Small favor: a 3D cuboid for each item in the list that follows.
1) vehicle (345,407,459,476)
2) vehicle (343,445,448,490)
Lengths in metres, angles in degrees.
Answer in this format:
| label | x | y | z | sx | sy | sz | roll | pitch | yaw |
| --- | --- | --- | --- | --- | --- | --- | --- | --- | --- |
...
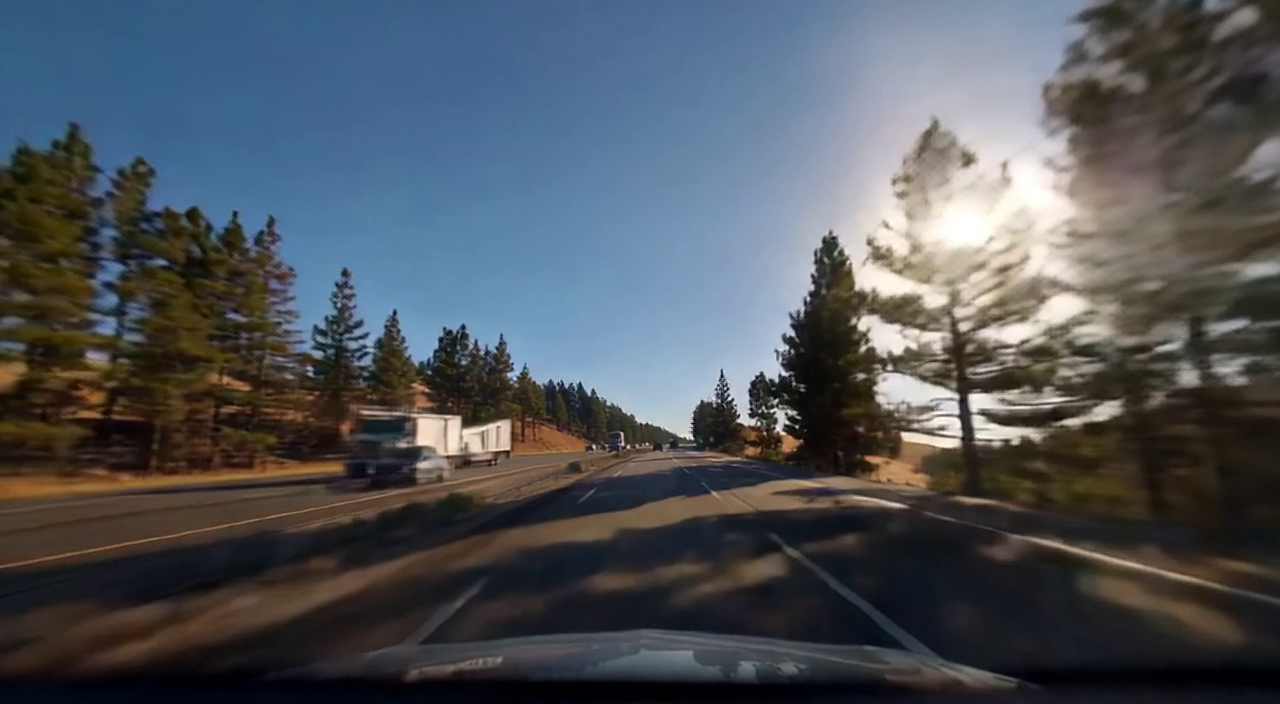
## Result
| label | x | y | z | sx | sy | sz | roll | pitch | yaw |
| --- | --- | --- | --- | --- | --- | --- | --- | --- | --- |
| vehicle | -12.982 | 5.044 | 35.381 | 2.946 | 3.349 | 8.320 | 0 | -8 | 1 |
| vehicle | -8.823 | 4.183 | 23.279 | 1.932 | 1.463 | 4.687 | 0 | -8 | 1 |
